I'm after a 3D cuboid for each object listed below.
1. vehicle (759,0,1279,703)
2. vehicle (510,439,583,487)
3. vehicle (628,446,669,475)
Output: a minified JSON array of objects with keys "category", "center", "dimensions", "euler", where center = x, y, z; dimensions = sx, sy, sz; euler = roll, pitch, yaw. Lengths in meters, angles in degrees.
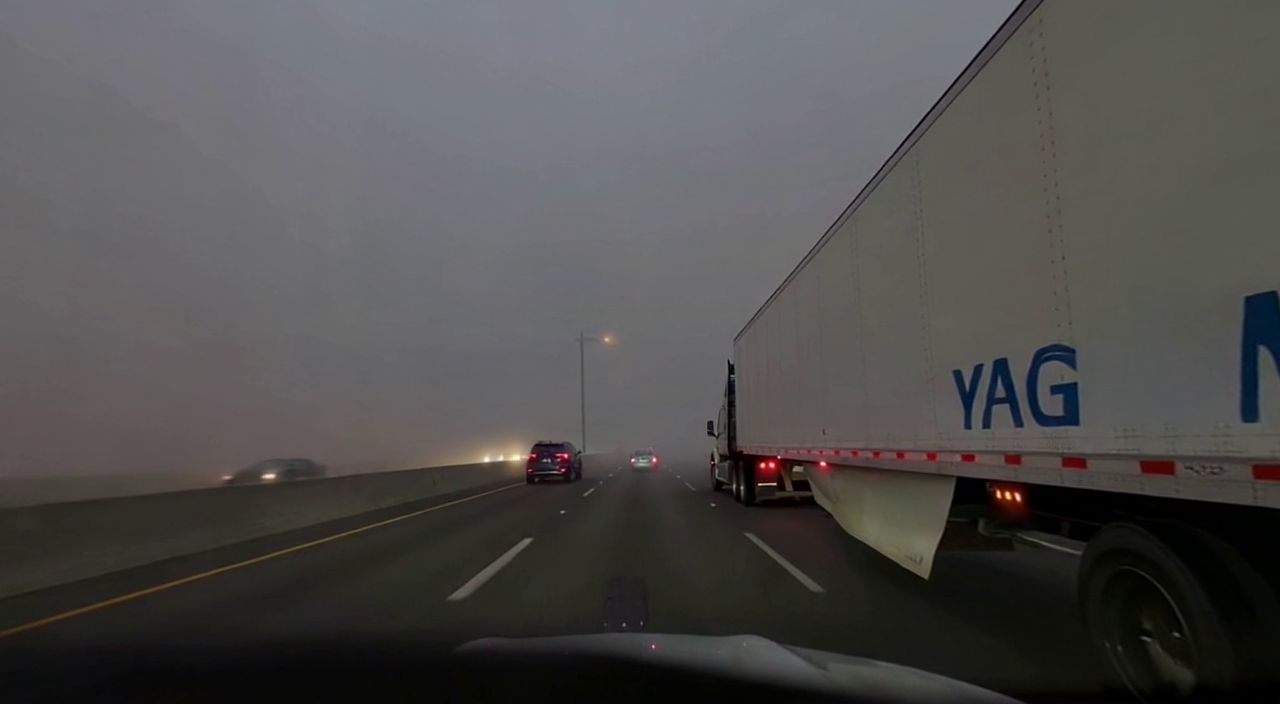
[{"category":"vehicle","center":[3.878,0.303,6.879],"dimensions":[2.821,4.077,12.562],"euler":[0,-9,1]},{"category":"vehicle","center":[-3.649,4.452,25.690],"dimensions":[2.091,1.722,4.974],"euler":[-1,-9,2]},{"category":"vehicle","center":[0.435,5.859,34.346],"dimensions":[2.063,1.469,4.208],"euler":[0,-9,0]}]
